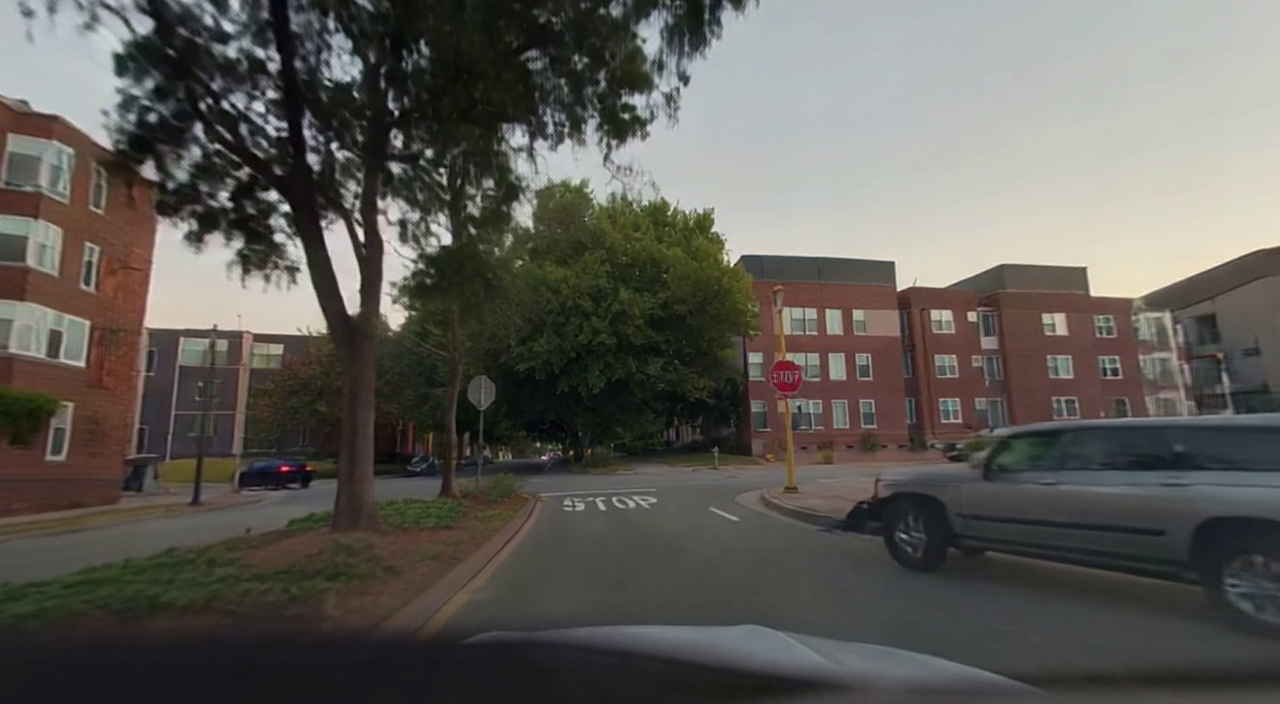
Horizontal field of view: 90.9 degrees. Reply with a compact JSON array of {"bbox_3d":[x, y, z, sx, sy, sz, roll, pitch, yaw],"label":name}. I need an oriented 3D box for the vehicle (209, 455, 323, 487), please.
[{"bbox_3d":[-19.230,6.128,32.547,4.654,1.503,1.951,0,-8,3],"label":"vehicle"}]

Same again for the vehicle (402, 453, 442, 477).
[{"bbox_3d":[-15.229,7.901,44.206,2.027,1.475,4.522,2,-8,-12],"label":"vehicle"}]

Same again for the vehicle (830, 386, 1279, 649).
[{"bbox_3d":[4.133,1.232,5.393,2.065,1.529,4.709,1,-10,-25],"label":"vehicle"}]
